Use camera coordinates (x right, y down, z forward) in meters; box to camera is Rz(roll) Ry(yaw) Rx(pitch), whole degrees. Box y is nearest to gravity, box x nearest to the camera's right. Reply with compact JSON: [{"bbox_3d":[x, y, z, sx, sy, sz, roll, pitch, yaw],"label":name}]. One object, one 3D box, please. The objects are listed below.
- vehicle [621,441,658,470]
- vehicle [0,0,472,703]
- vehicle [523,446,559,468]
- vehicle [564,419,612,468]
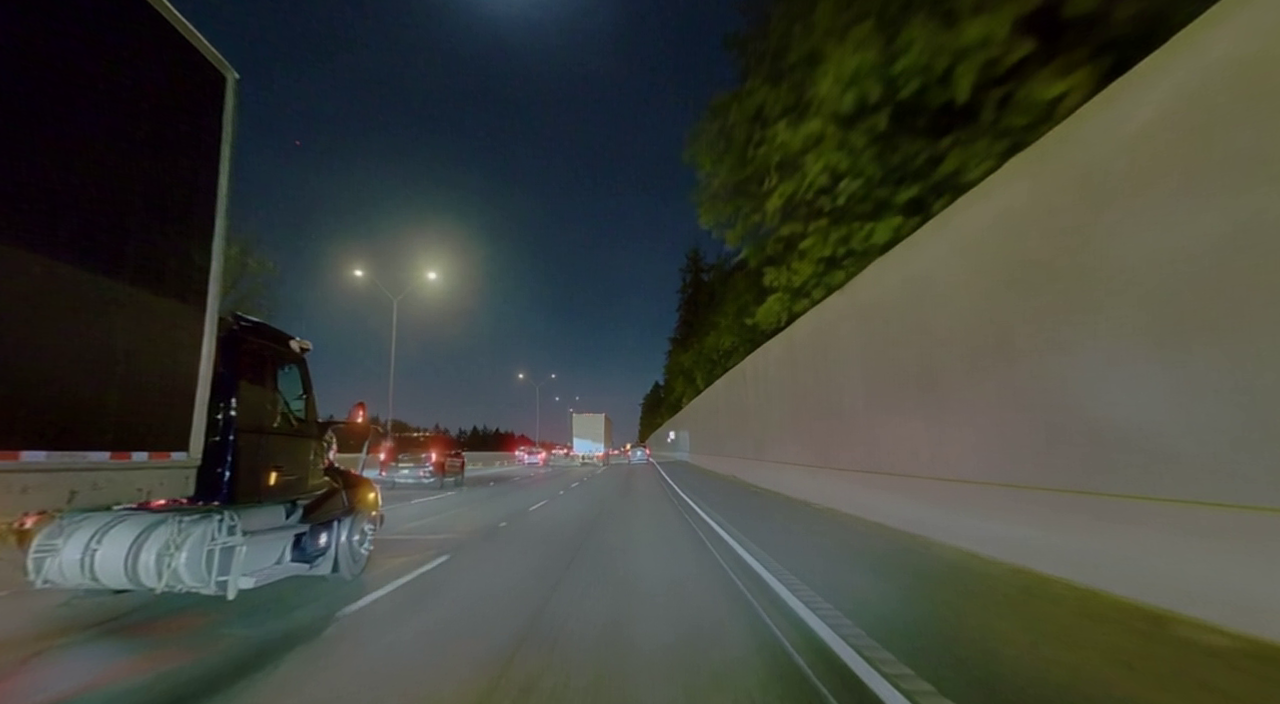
[{"bbox_3d":[-0.021,6.381,39.025,2.178,1.640,4.071,0,-9,0],"label":"vehicle"},{"bbox_3d":[-3.746,0.342,3.279,3.025,3.266,9.256,-1,-9,1],"label":"vehicle"},{"bbox_3d":[-7.302,7.796,46.963,1.962,1.489,4.002,-1,-9,1],"label":"vehicle"},{"bbox_3d":[-3.752,6.977,48.032,2.956,3.331,9.575,0,-9,-1],"label":"vehicle"}]
